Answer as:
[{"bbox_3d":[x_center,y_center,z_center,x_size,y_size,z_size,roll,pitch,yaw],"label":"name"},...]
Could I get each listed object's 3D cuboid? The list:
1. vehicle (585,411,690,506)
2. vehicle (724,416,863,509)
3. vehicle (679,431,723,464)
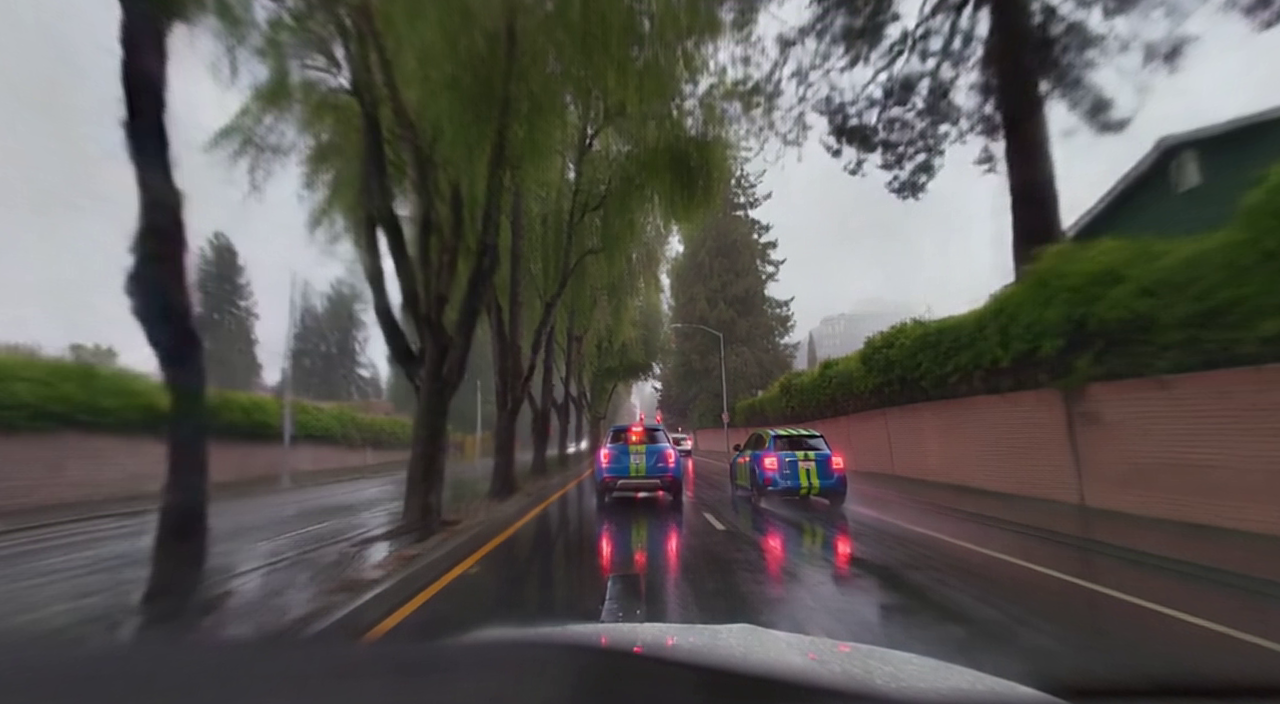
[{"bbox_3d":[-0.091,2.248,13.532,1.984,1.777,3.148,0,-8,-2],"label":"vehicle"},{"bbox_3d":[3.120,2.347,13.750,1.840,1.709,4.202,0,-8,-2],"label":"vehicle"},{"bbox_3d":[3.136,5.016,33.049,1.863,1.610,3.726,0,-8,-1],"label":"vehicle"}]
